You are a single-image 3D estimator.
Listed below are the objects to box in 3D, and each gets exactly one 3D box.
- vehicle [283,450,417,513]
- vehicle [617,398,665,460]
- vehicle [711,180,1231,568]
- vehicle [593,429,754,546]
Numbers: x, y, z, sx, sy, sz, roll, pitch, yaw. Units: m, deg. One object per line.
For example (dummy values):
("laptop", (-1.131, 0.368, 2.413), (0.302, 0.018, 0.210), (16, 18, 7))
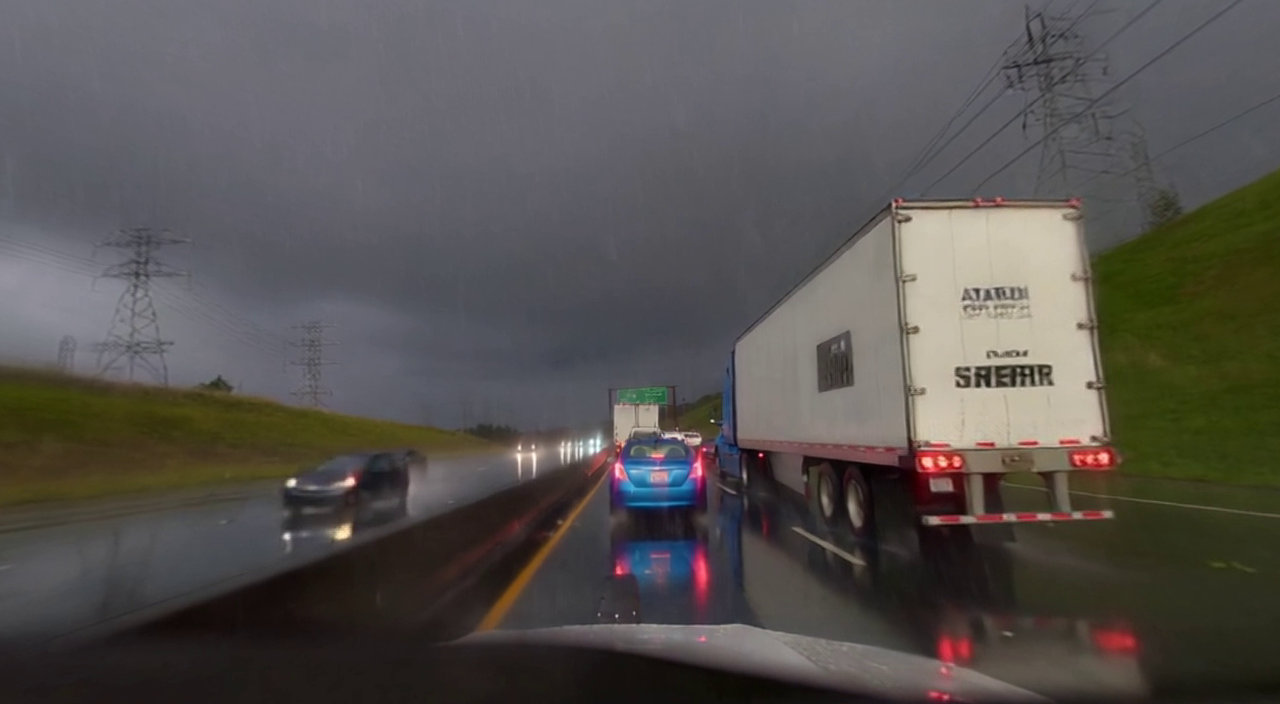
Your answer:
("vehicle", (-8.221, 3.664, 18.342), (1.848, 1.512, 4.327), (-1, -8, 0))
("vehicle", (-0.094, 5.933, 47.720), (3.174, 4.134, 11.407), (0, -8, -1))
("vehicle", (4.186, 1.133, 13.689), (3.138, 4.065, 14.276), (0, -8, -2))
("vehicle", (0.356, 1.974, 9.850), (2.045, 1.446, 3.597), (0, -8, -2))
